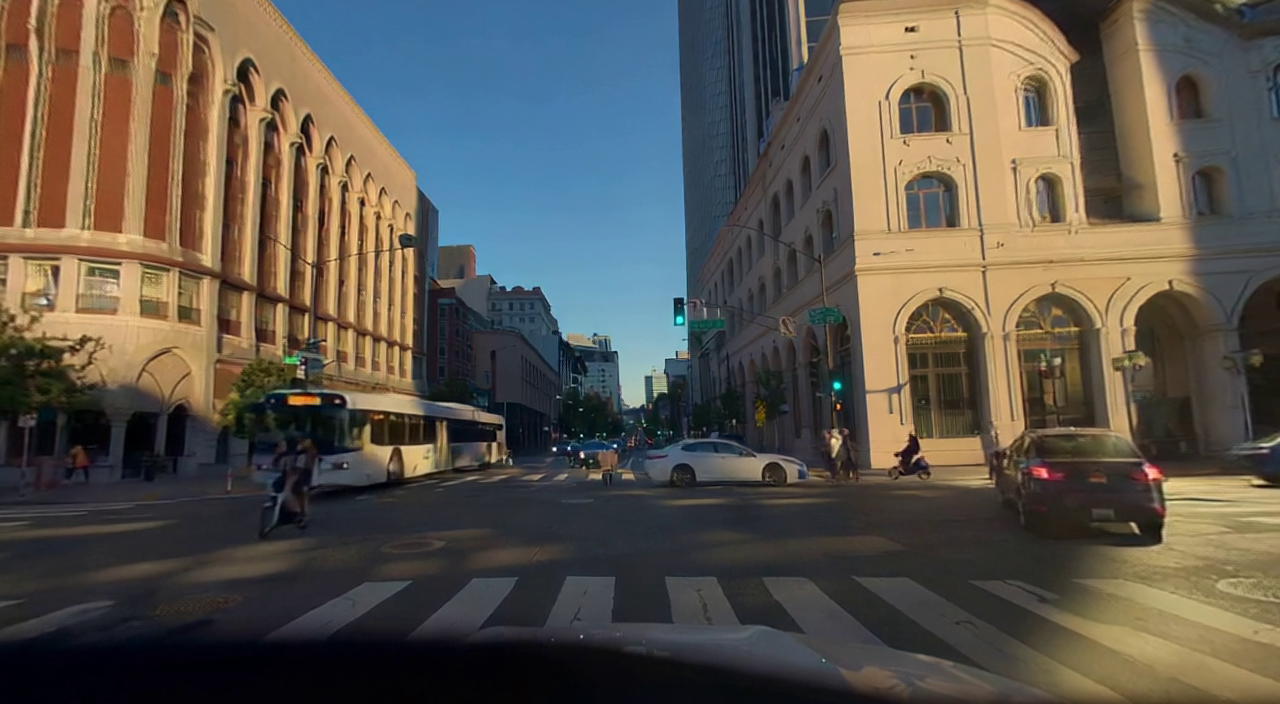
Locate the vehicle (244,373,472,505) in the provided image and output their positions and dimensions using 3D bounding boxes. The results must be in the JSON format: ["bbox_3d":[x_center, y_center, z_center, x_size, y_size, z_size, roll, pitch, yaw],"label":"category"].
[{"bbox_3d":[-8.713,3.009,21.577,2.916,3.427,10.189,0,-8,1],"label":"vehicle"}]

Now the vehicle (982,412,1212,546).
[{"bbox_3d":[6.433,1.777,9.489,2.006,1.495,4.271,-4,-9,26],"label":"vehicle"}]

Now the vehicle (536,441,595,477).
[{"bbox_3d":[-3.128,4.606,27.422,1.904,1.402,4.759,0,-8,1],"label":"vehicle"}]

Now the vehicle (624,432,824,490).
[{"bbox_3d":[2.408,3.184,18.525,5.388,1.465,2.050,-5,-8,27],"label":"vehicle"}]
